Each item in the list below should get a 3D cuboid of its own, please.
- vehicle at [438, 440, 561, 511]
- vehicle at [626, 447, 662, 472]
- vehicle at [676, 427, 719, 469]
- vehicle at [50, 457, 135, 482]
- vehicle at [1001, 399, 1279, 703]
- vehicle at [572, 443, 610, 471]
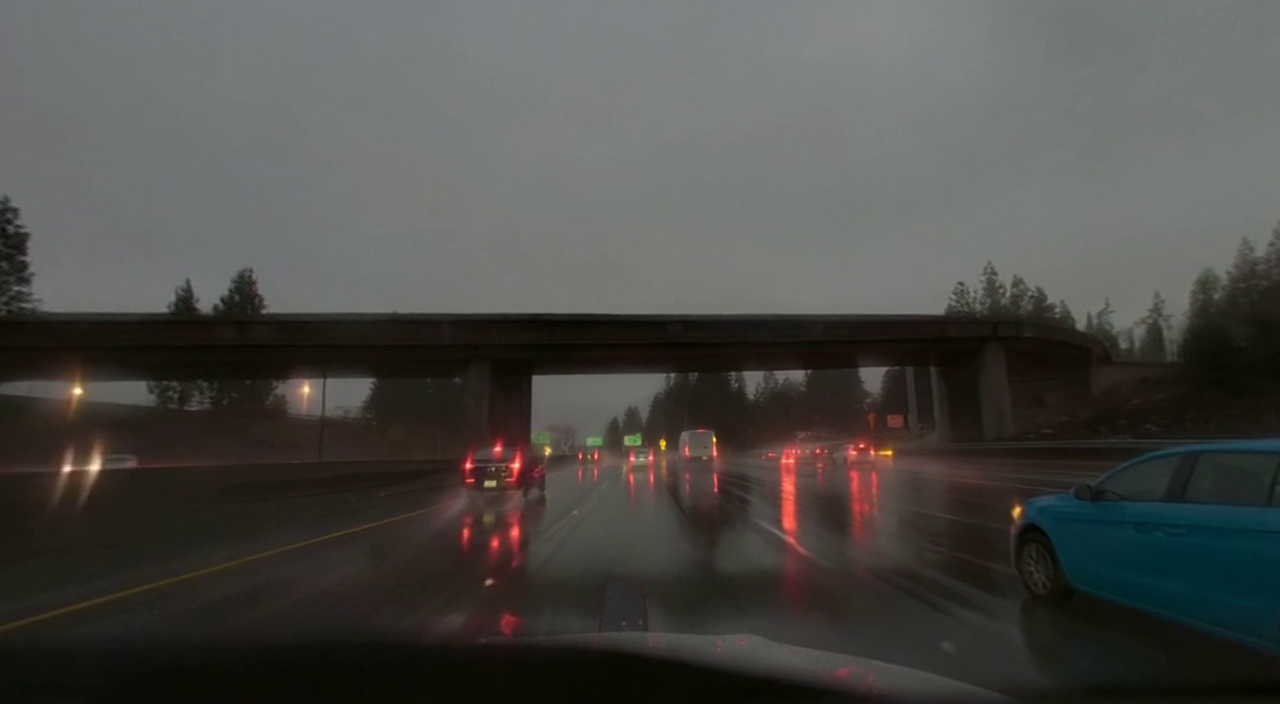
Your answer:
[{"bbox_3d":[-3.377,3.046,16.063,2.137,1.562,3.926,0,-8,2],"label":"vehicle"},{"bbox_3d":[0.229,6.689,39.594,2.174,1.467,4.005,0,-8,0],"label":"vehicle"},{"bbox_3d":[4.043,6.926,45.636,2.436,2.745,6.607,0,-8,-1],"label":"vehicle"},{"bbox_3d":[-36.837,7.881,42.586,1.729,1.459,4.493,0,-8,0],"label":"vehicle"},{"bbox_3d":[4.010,0.989,2.826,2.085,1.558,4.466,0,-8,-1],"label":"vehicle"},{"bbox_3d":[-3.233,6.978,42.166,2.078,1.706,4.298,-1,-8,2],"label":"vehicle"}]
